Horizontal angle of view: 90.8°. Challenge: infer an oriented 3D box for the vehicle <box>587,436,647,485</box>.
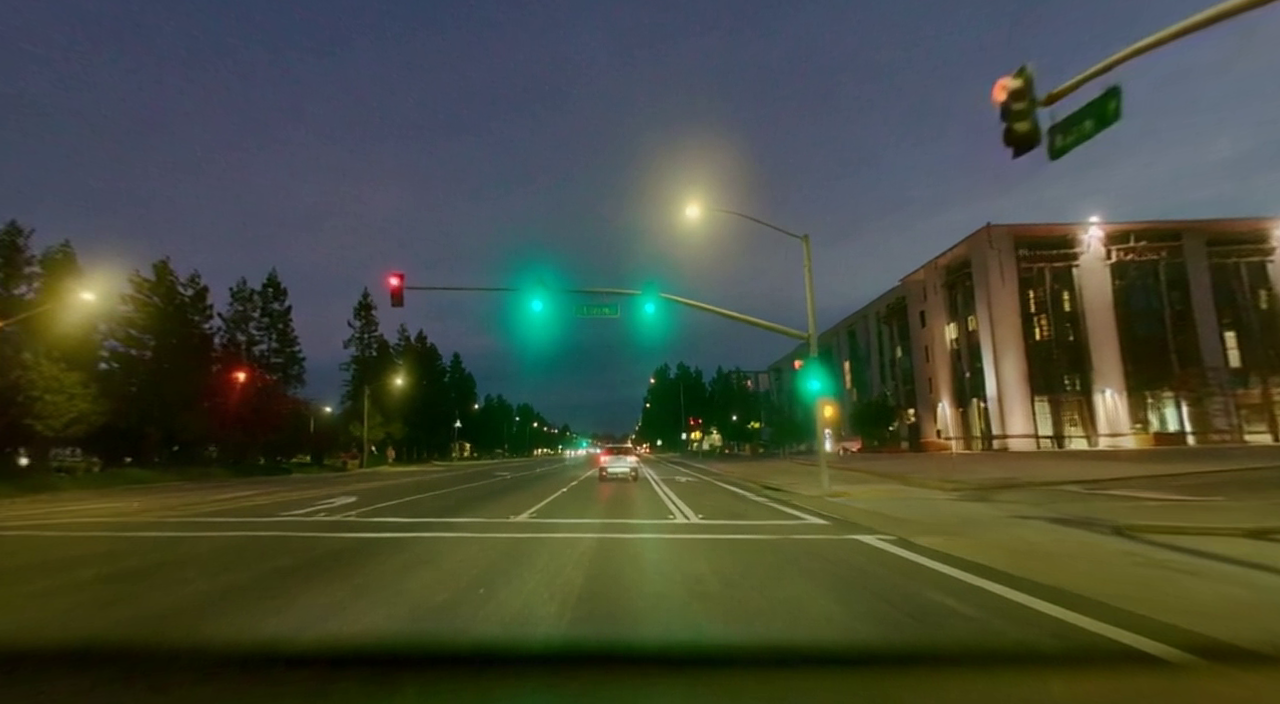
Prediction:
[{"bbox_3d":[-0.859,4.177,24.634,2.130,1.711,4.038,0,-9,-1],"label":"vehicle"}]
